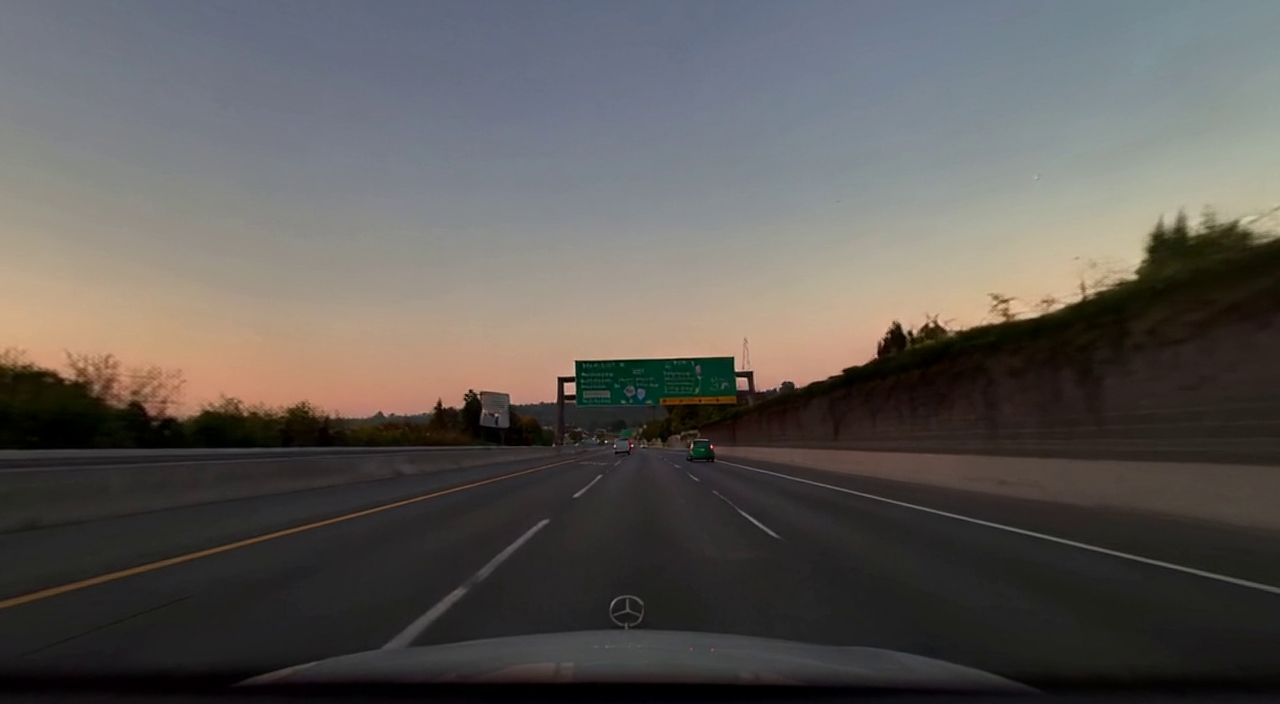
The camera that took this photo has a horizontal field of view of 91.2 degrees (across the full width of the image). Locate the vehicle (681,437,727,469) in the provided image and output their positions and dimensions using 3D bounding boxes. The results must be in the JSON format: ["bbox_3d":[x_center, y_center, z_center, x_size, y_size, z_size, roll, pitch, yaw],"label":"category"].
[{"bbox_3d":[3.567,5.756,35.984,2.202,1.682,4.188,0,-8,0],"label":"vehicle"}]
